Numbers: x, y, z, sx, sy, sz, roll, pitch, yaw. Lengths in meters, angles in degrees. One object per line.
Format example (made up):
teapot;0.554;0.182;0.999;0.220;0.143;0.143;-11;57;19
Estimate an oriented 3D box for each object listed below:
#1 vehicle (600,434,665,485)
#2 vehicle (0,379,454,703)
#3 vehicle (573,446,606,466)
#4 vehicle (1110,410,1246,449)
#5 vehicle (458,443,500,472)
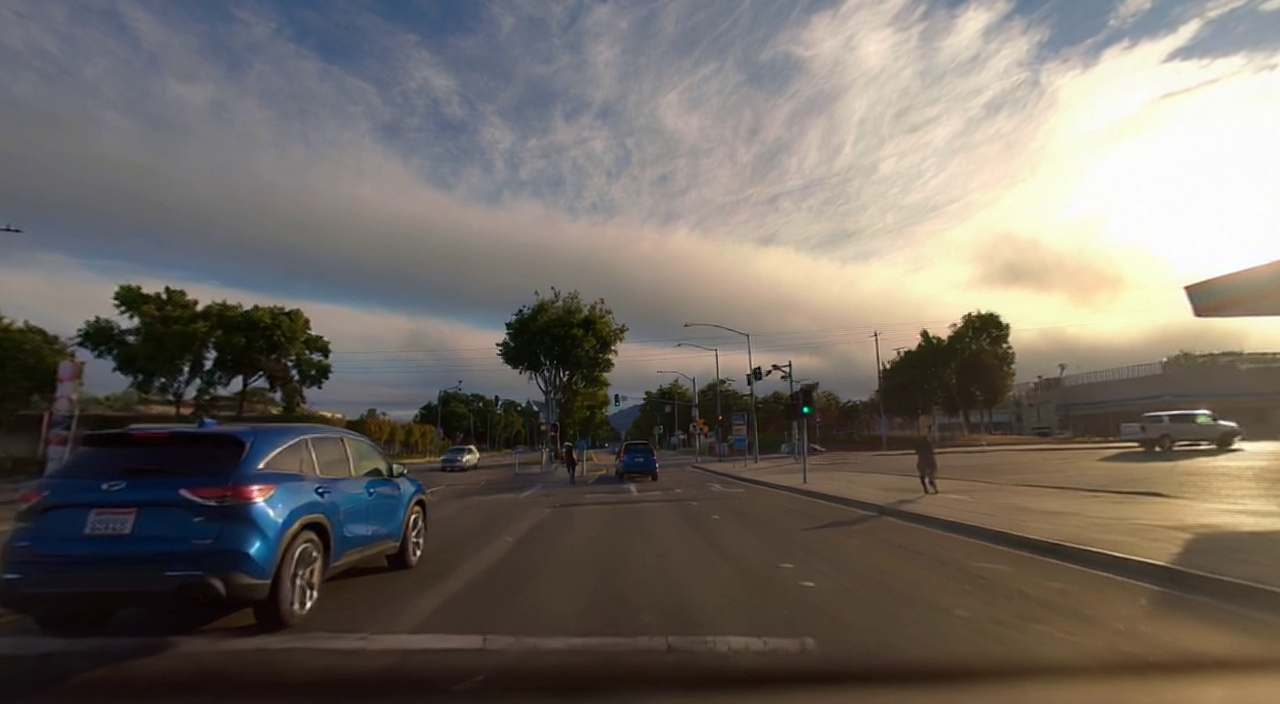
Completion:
vehicle;-0.397;4.633;27.531;2.552;1.999;5.498;0;-8;-2
vehicle;-3.541;1.369;5.783;2.247;1.734;4.919;0;-8;-1
vehicle;-3.968;8.242;49.929;2.192;1.458;4.594;0;-8;1
vehicle;27.838;4.047;32.683;5.102;1.893;2.120;0;-9;-2
vehicle;-12.568;8.261;49.555;2.172;2.109;5.009;0;-8;-2
